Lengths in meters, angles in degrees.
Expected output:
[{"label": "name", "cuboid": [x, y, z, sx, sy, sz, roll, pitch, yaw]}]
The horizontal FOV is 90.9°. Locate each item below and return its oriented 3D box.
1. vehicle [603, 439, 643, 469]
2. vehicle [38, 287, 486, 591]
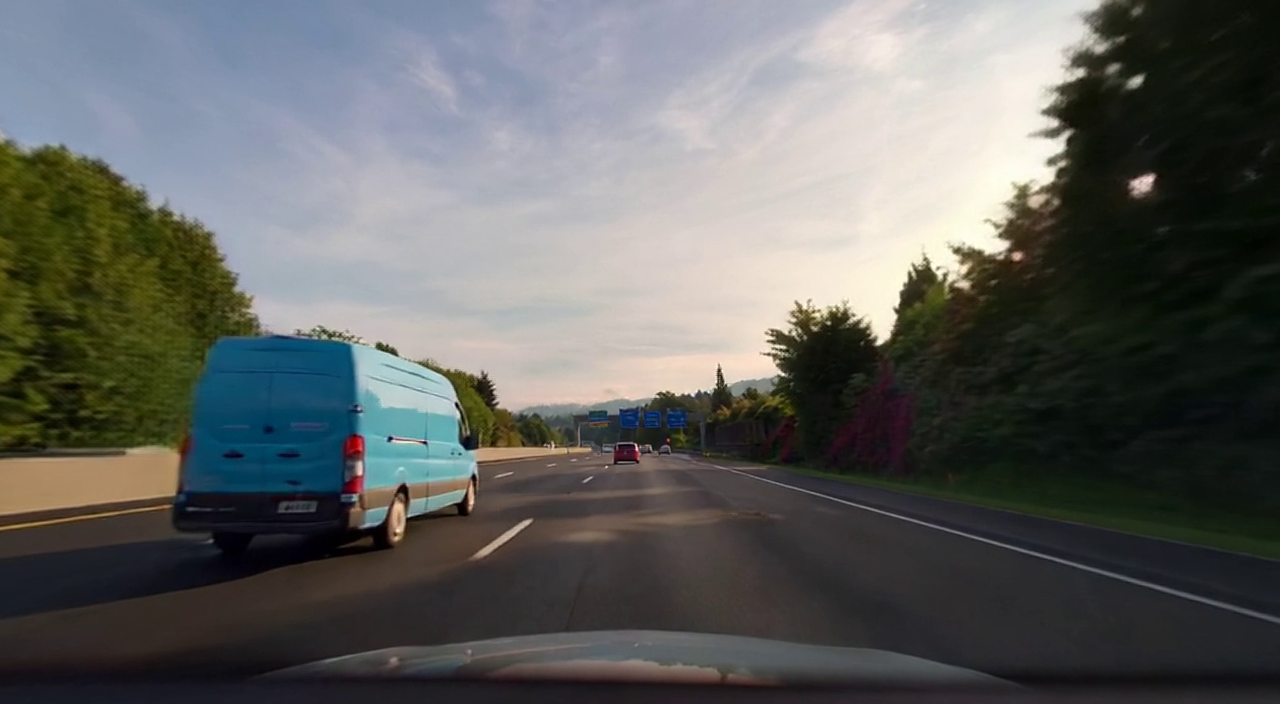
[{"label": "vehicle", "cuboid": [-0.940, 6.078, 37.618, 2.183, 1.662, 3.968, 0, -9, 1]}, {"label": "vehicle", "cuboid": [-4.094, 1.190, 8.692, 2.382, 2.736, 5.982, 0, -9, 0]}]
